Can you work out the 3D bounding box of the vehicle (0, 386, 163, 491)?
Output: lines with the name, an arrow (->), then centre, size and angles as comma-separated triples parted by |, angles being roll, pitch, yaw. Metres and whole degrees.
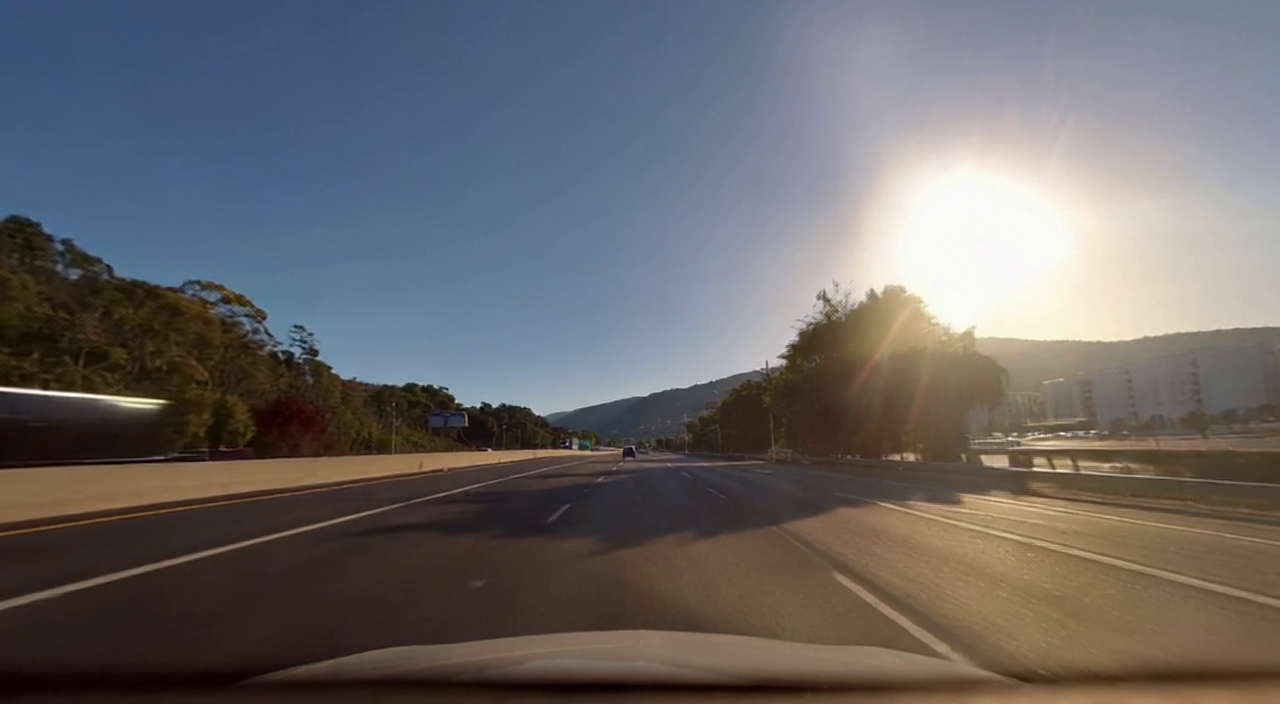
vehicle -> -26.333, 3.607, 26.153 | 2.833, 4.035, 12.987 | 0, -8, 0
